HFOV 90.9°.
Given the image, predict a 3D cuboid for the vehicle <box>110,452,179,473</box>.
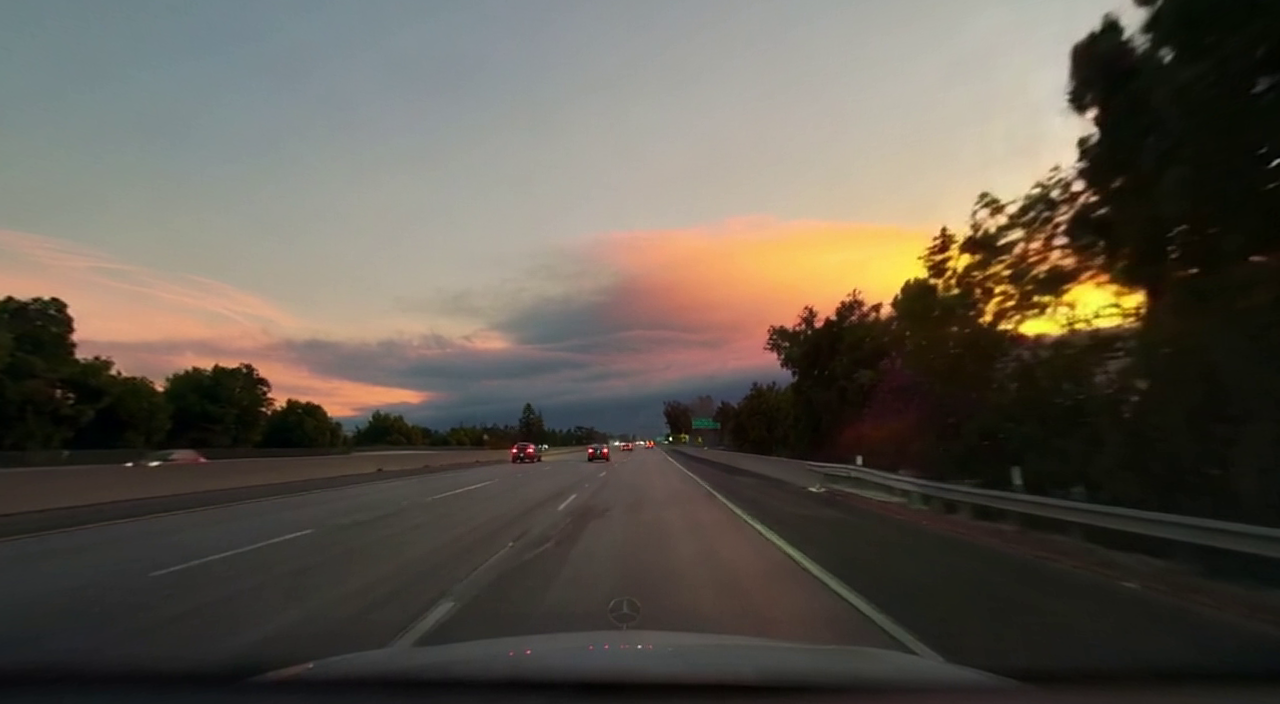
[{"bbox_3d":[-36.583,8.144,46.683,1.736,1.463,4.104,-1,-8,1],"label":"vehicle"}]
